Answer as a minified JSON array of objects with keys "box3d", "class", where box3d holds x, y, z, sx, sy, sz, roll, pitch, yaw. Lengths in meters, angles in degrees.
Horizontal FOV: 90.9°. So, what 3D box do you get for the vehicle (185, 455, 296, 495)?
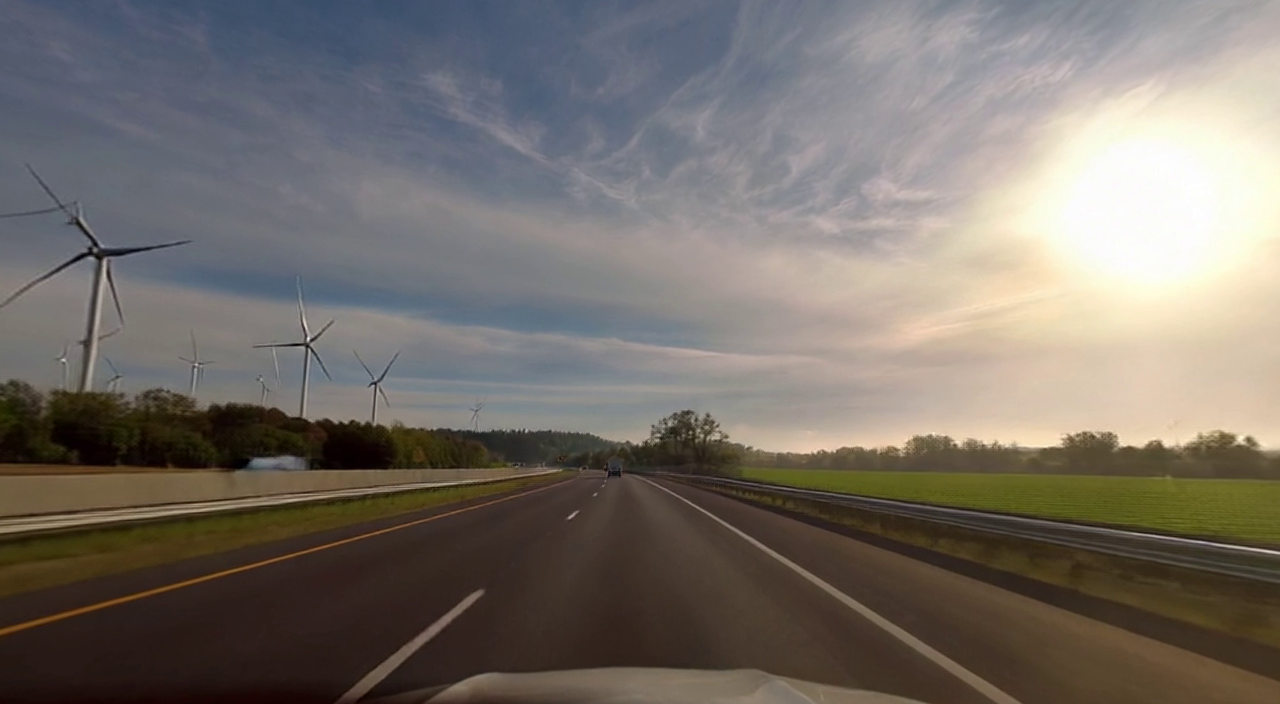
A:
[{"box3d":[-16.299,5.057,26.020,1.783,1.448,4.377,1,-11,-1],"class":"vehicle"}]
